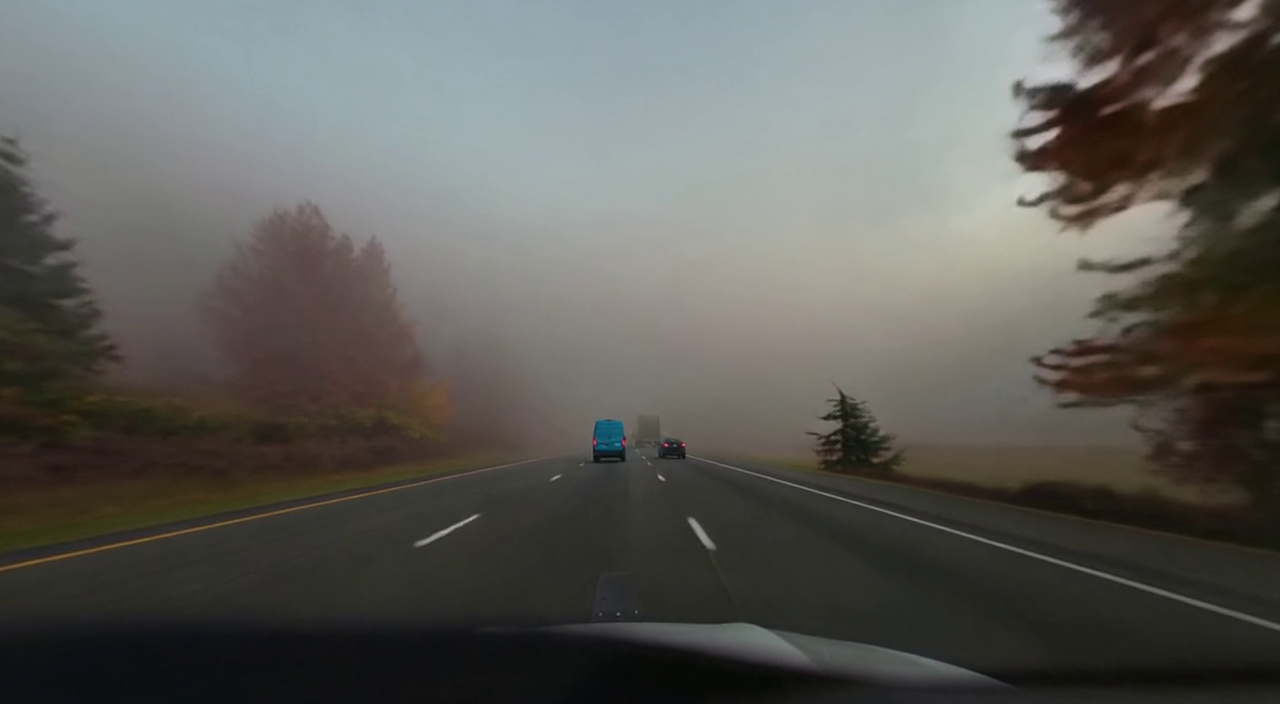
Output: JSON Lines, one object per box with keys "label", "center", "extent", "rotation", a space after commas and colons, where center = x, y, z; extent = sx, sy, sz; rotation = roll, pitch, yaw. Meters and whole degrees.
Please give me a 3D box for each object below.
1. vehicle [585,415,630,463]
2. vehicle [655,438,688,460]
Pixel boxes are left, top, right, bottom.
{"label": "vehicle", "center": [-1.854, 5.234, 37.840], "extent": [2.389, 2.637, 5.437], "rotation": [0, -8, 0]}
{"label": "vehicle", "center": [2.225, 6.983, 45.615], "extent": [1.962, 1.508, 4.363], "rotation": [0, -8, -2]}
